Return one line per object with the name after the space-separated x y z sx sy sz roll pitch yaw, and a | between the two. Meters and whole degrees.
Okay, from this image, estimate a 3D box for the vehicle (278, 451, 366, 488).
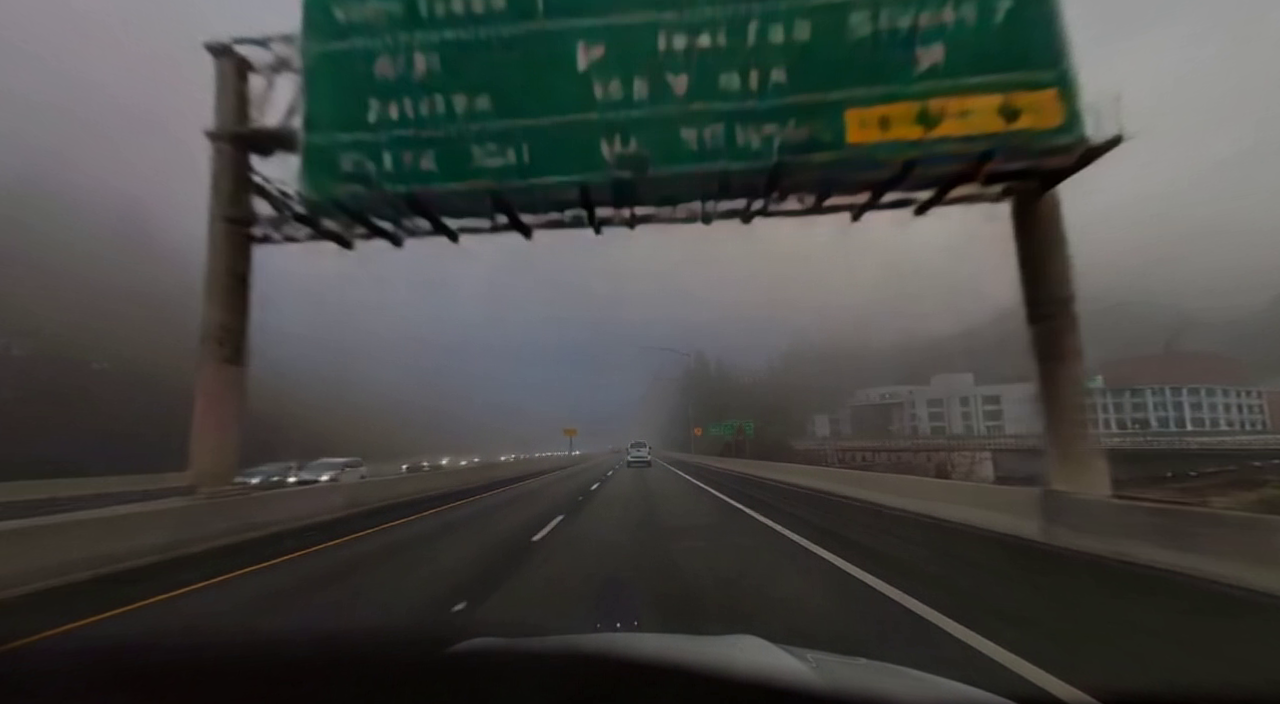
-16.077 5.929 32.018 2.003 1.679 4.579 -1 -9 1 | vehicle

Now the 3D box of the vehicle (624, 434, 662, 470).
0.213 6.507 40.819 2.268 2.122 4.595 -1 -9 1 | vehicle
